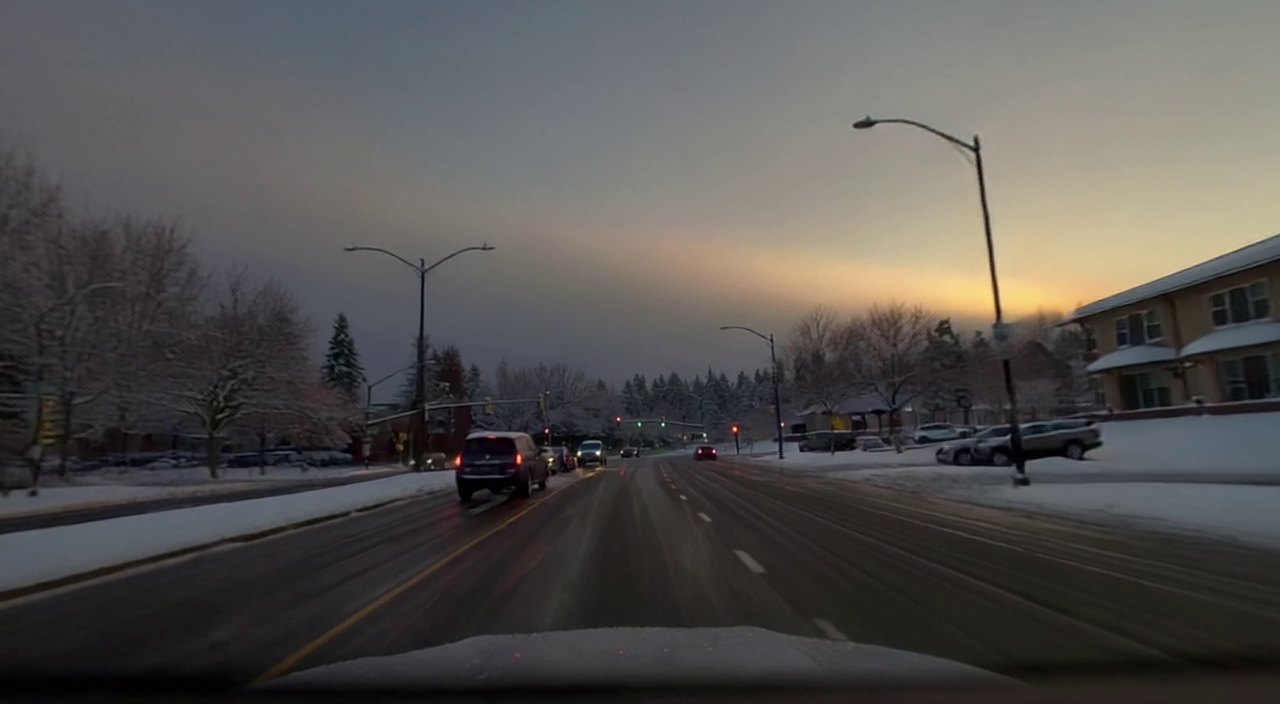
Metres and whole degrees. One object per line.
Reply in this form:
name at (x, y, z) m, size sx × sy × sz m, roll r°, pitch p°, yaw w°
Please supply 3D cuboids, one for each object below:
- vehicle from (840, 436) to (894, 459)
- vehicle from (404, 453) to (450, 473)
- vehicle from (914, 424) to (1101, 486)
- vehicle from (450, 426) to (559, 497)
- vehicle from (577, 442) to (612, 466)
vehicle at (14.842, 6.266, 41.533) m, size 1.865 × 1.425 × 4.439 m, roll 0°, pitch -9°, yaw 0°
vehicle at (-15.845, 8.275, 47.259) m, size 1.835 × 1.448 × 4.208 m, roll -1°, pitch -9°, yaw 2°
vehicle at (11.038, 3.166, 19.409) m, size 4.399 × 1.722 × 2.202 m, roll -3°, pitch -9°, yaw 14°
vehicle at (-3.954, 3.313, 19.443) m, size 2.220 × 1.888 × 4.904 m, roll 0°, pitch -9°, yaw 0°
vehicle at (-3.392, 7.713, 47.782) m, size 2.180 × 1.699 × 4.485 m, roll -1°, pitch -9°, yaw 1°
